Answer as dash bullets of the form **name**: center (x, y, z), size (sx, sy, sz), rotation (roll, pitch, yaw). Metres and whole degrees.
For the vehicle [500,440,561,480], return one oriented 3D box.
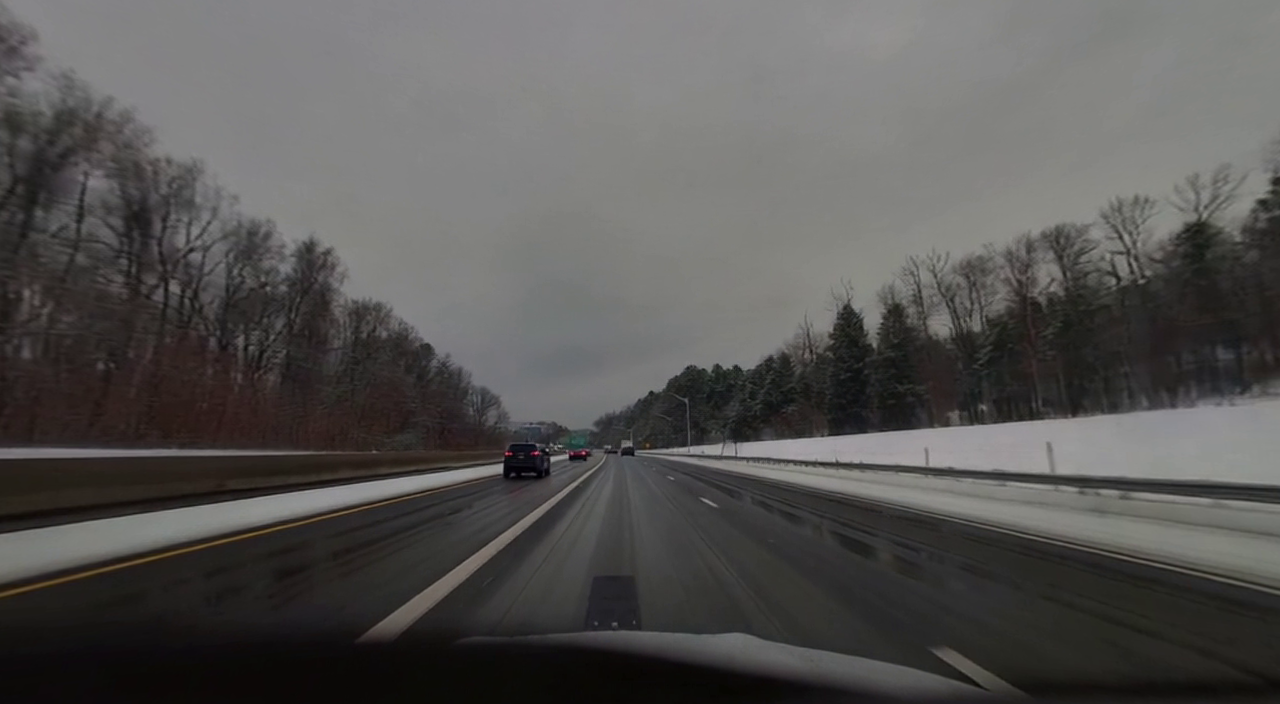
- **vehicle**: center (-5.057, 5.037, 29.546), size (2.151, 1.693, 4.201), rotation (0, -9, -1)
